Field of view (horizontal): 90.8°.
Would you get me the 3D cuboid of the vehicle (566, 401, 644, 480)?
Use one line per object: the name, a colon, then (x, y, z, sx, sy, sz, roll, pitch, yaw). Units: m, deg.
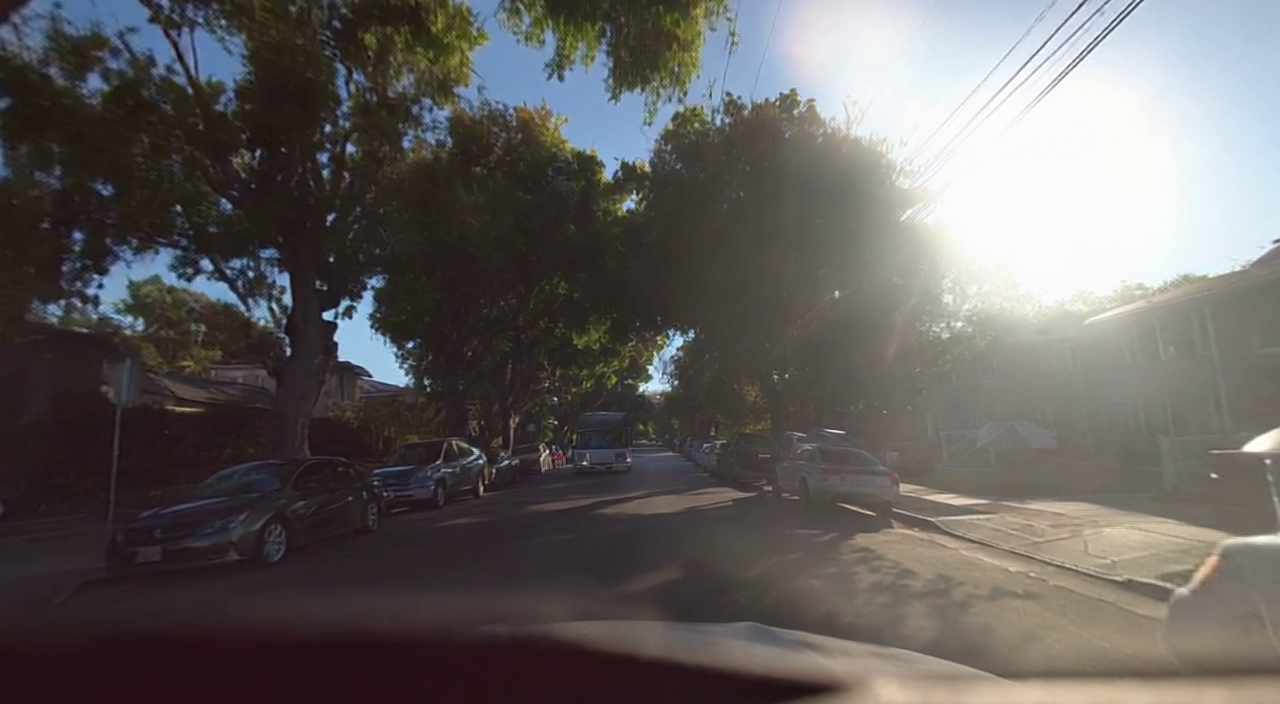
vehicle: (-1.267, 3.728, 26.587, 2.716, 2.887, 6.781, 0, -8, 2)

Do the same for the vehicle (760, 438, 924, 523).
vehicle: (3.962, 2.566, 13.251, 1.813, 1.468, 4.267, 1, -8, -3)

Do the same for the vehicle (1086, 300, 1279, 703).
vehicle: (3.447, 0.550, 0.804, 2.182, 1.900, 4.779, 0, -8, -1)

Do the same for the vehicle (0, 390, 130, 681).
vehicle: (-5.091, 0.926, 2.413, 2.203, 1.815, 4.972, 0, -8, -2)

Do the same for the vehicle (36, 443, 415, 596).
vehicle: (-4.937, 1.995, 8.636, 1.861, 1.474, 4.749, 0, -8, 2)

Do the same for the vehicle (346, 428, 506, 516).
vehicle: (-4.987, 2.862, 15.734, 2.002, 1.781, 5.380, 0, -8, 1)
